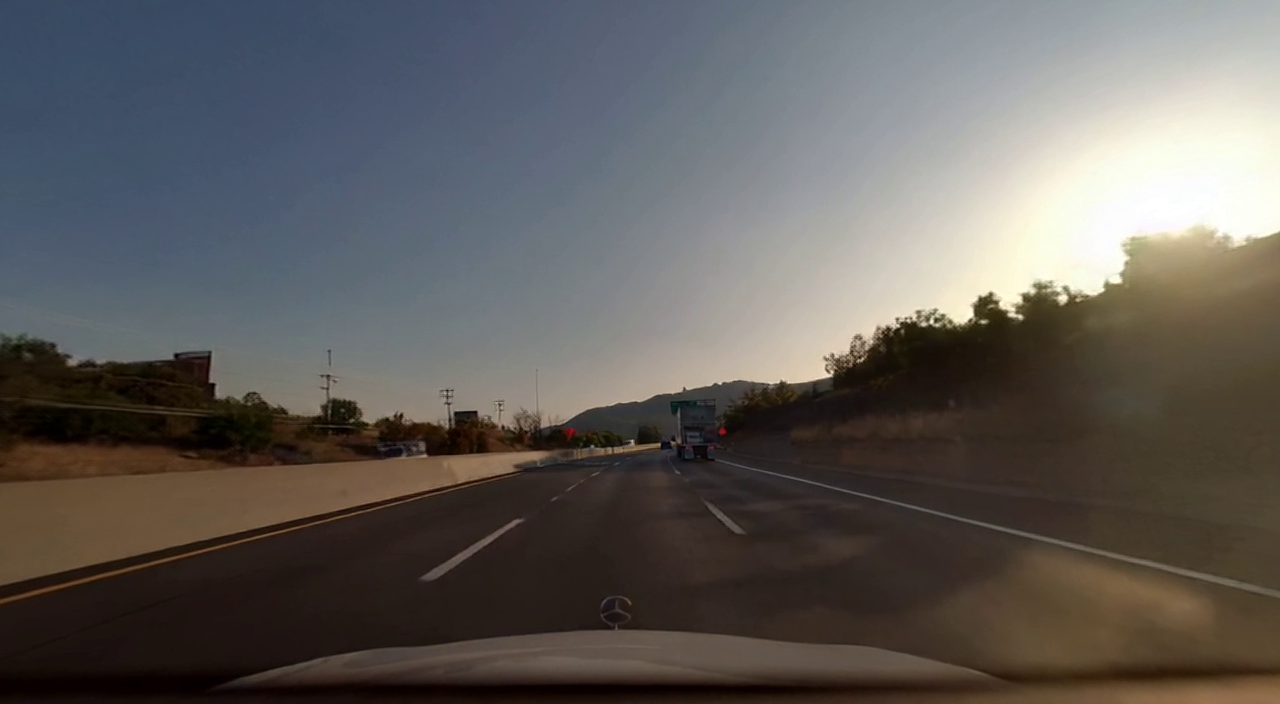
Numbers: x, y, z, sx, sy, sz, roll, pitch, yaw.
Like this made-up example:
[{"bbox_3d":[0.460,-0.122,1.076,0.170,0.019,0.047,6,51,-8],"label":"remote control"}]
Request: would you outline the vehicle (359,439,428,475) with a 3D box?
[{"bbox_3d":[-18.666,7.924,48.193,2.288,2.531,6.938,-1,-8,2],"label":"vehicle"}]
